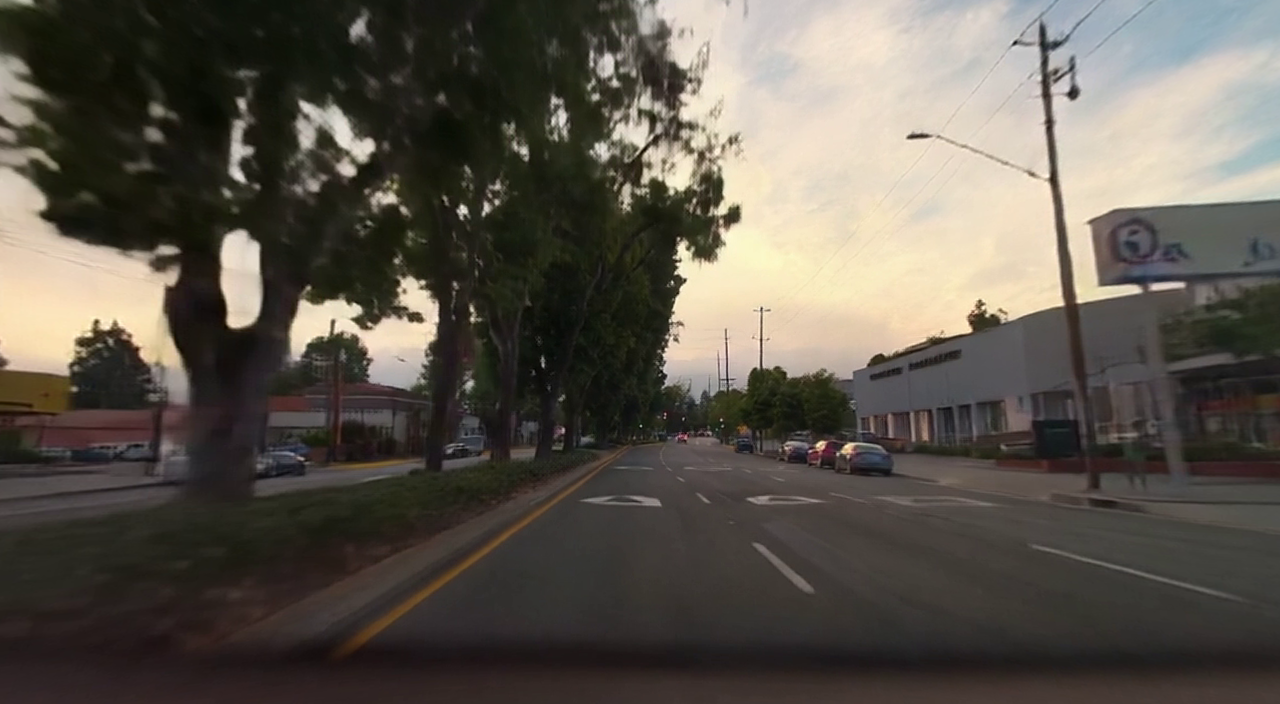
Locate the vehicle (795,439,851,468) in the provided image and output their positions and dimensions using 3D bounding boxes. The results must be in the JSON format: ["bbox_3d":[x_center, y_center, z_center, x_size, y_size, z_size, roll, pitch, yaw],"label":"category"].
[{"bbox_3d":[9.863,5.504,34.399,1.726,1.486,4.394,0,-9,-1],"label":"vehicle"}]

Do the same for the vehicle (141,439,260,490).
[{"bbox_3d":[-19.449,4.990,28.292,1.954,2.000,4.687,-2,-9,-1],"label":"vehicle"}]

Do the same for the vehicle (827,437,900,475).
[{"bbox_3d":[10.129,4.735,28.972,1.901,1.586,3.903,0,-9,0],"label":"vehicle"}]

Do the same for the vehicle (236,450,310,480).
[{"bbox_3d":[-19.437,5.985,33.637,1.664,1.443,3.701,0,-9,0],"label":"vehicle"}]

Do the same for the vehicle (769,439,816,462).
[{"bbox_3d":[10.094,6.570,42.176,1.926,1.464,4.436,0,-9,-1],"label":"vehicle"}]
